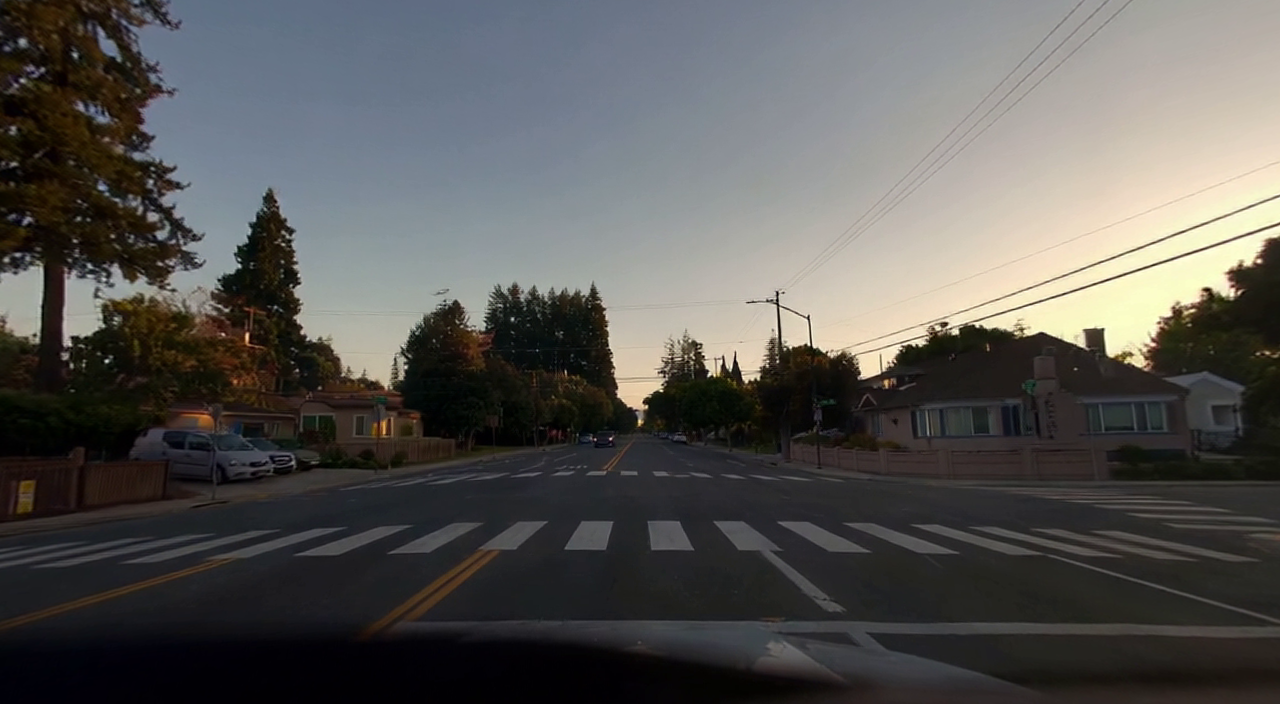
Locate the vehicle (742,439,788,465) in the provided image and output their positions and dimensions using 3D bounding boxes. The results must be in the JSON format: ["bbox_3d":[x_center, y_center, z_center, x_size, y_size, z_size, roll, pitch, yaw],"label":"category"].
[{"bbox_3d":[8.004,6.433,40.886,2.029,1.554,4.705,0,-9,1],"label":"vehicle"}]

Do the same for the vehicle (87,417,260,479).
[{"bbox_3d":[-17.929,3.720,24.510,4.800,2.259,2.303,0,-9,-1],"label":"vehicle"}]

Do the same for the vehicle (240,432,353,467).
[{"bbox_3d":[-17.950,5.116,33.156,4.743,1.734,1.994,0,-9,0],"label":"vehicle"}]
